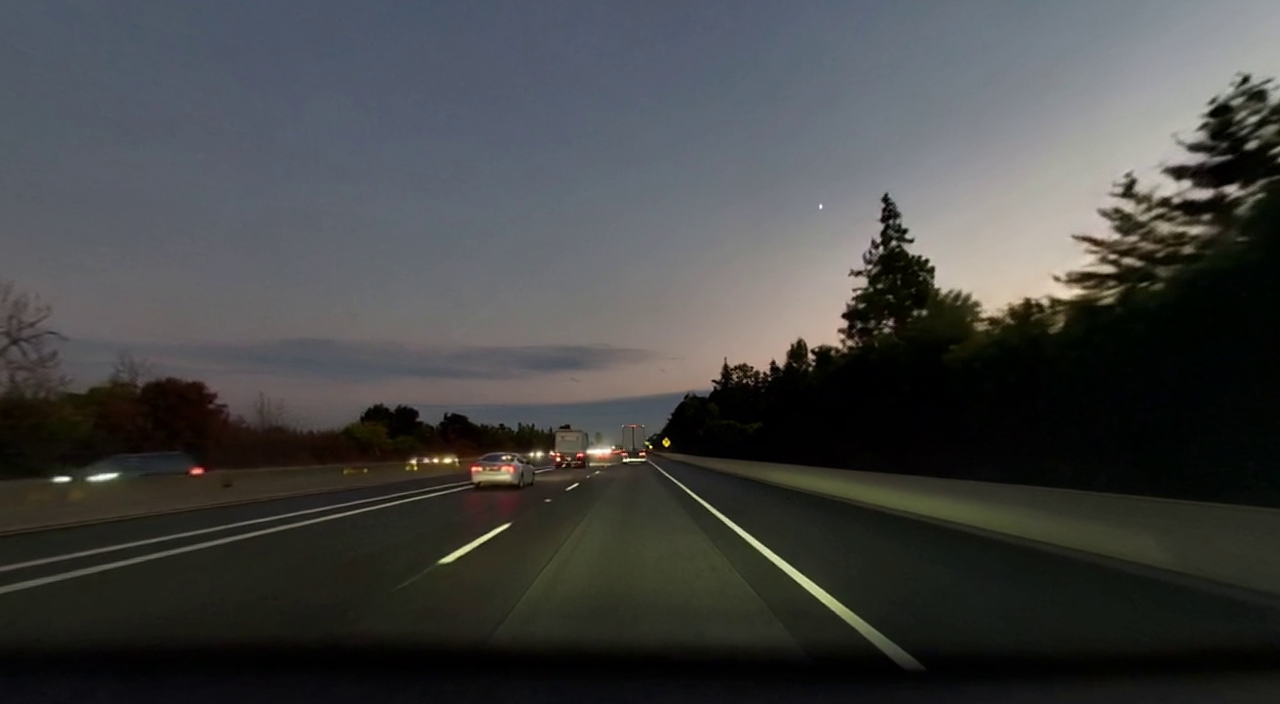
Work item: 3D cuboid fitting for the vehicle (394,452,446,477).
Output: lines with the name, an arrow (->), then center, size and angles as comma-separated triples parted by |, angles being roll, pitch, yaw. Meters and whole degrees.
vehicle -> -13.646, 6.972, 39.277 | 1.904, 1.435, 3.558 | 0, -9, 0

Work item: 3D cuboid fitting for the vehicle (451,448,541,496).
vehicle -> -4.813, 4.075, 21.851 | 1.979, 1.459, 4.643 | 0, -9, 0

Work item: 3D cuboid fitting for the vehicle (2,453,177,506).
vehicle -> -17.744, 4.087, 20.681 | 1.865, 1.509, 4.237 | 0, -9, 0

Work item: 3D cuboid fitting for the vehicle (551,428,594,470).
vehicle -> -4.764, 7.015, 45.539 | 2.368, 2.813, 6.329 | 0, -9, 0
